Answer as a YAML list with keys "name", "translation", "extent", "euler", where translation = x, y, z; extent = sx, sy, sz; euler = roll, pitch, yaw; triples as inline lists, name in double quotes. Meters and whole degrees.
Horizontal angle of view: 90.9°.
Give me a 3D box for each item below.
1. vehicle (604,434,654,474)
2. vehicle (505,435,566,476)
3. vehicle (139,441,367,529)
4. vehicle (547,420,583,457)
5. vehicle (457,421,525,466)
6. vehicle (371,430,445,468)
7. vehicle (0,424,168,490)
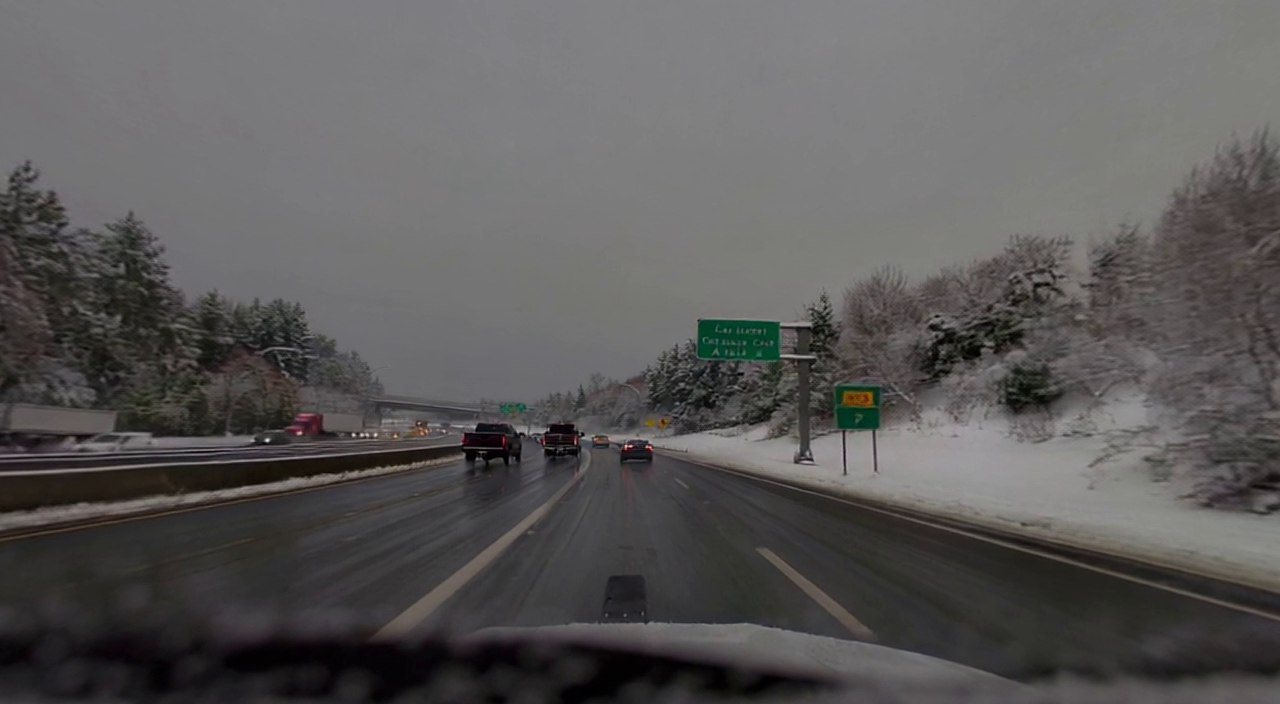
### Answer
- name: "vehicle"
  translation: [-0.536, 4.592, 28.620]
  extent: [2.092, 1.671, 3.772]
  euler: [0, -8, -2]
- name: "vehicle"
  translation: [-4.440, 4.464, 27.518]
  extent: [2.005, 1.631, 4.295]
  euler: [0, -8, -1]
- name: "vehicle"
  translation: [-7.547, 2.589, 12.959]
  extent: [1.896, 1.465, 4.399]
  euler: [0, -8, 0]
- name: "vehicle"
  translation: [-5.719, 6.715, 48.947]
  extent: [2.279, 2.672, 5.256]
  euler: [0, -8, -2]
- name: "vehicle"
  translation: [-8.574, 5.355, 37.027]
  extent: [2.773, 2.402, 6.232]
  euler: [0, -8, -3]
- name: "vehicle"
  translation: [-12.120, 5.112, 33.368]
  extent: [2.079, 1.807, 5.187]
  euler: [0, -8, -2]
- name: "vehicle"
  translation: [-15.986, 2.897, 17.630]
  extent: [2.083, 1.577, 4.648]
  euler: [0, -8, -2]
